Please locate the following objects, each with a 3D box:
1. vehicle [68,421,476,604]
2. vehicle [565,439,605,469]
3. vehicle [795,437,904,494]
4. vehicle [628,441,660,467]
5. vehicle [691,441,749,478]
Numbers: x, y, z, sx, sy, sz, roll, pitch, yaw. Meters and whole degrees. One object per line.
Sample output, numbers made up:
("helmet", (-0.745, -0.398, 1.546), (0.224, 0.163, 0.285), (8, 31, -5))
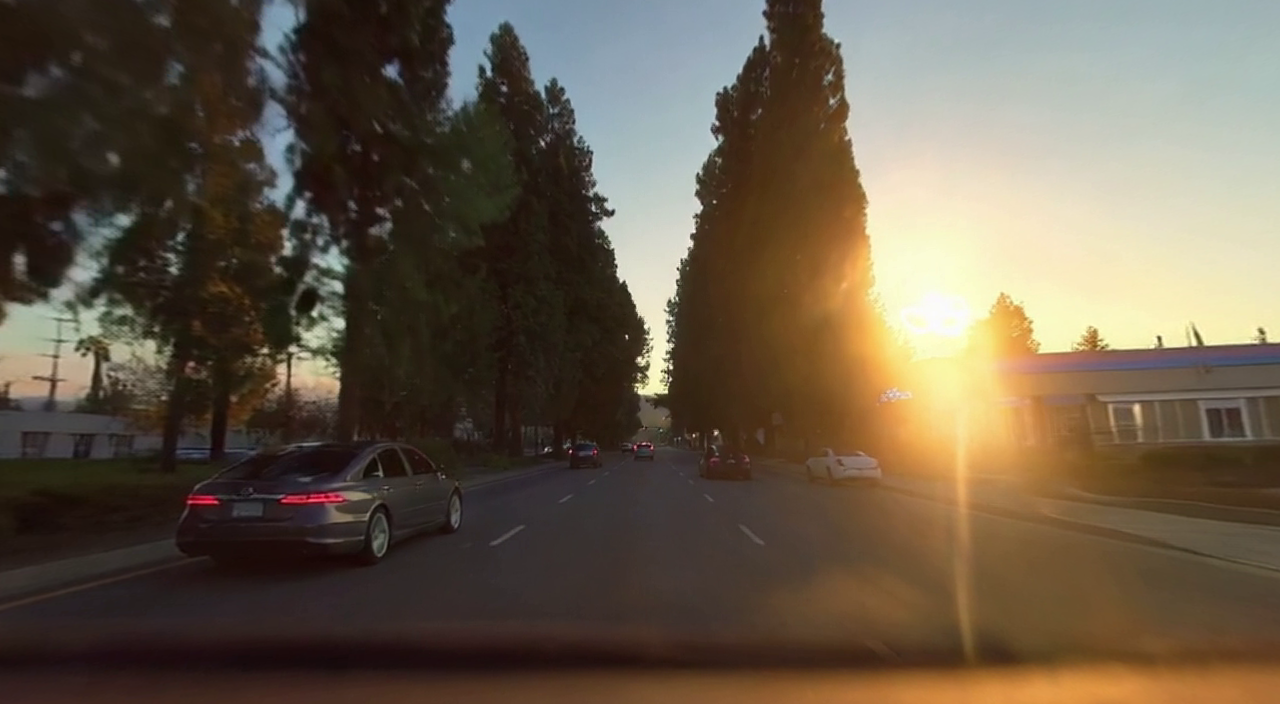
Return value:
("vehicle", (-3.816, 1.745, 7.997), (1.988, 1.530, 5.155), (0, -8, 1))
("vehicle", (-3.361, 6.339, 39.381), (2.051, 1.747, 4.370), (0, -8, 1))
("vehicle", (6.460, 3.522, 20.006), (1.983, 1.599, 4.243), (0, -8, 0))
("vehicle", (0.260, 6.518, 40.386), (1.922, 1.579, 3.642), (0, -8, 0))
("vehicle", (3.496, 4.767, 28.258), (2.010, 1.486, 4.498), (0, -8, 0))
